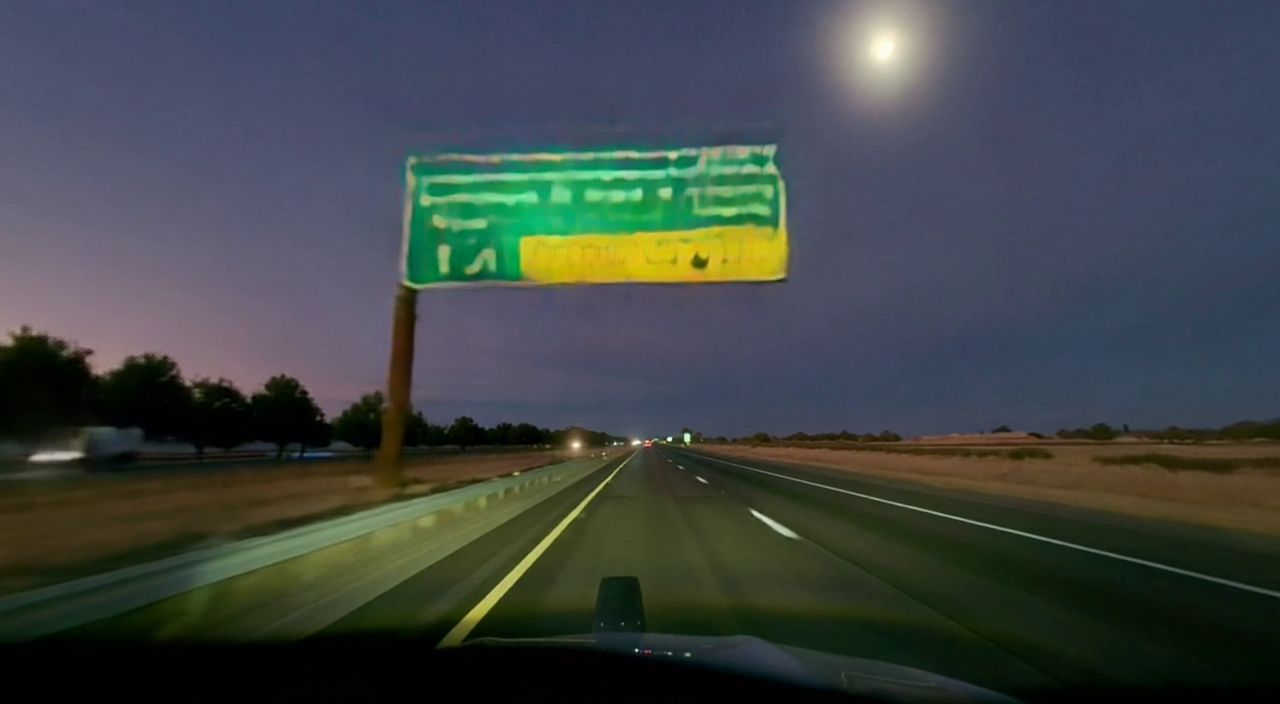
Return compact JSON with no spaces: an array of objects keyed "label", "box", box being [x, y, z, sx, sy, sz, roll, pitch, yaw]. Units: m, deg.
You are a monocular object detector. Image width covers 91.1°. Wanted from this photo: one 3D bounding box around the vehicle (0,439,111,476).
[{"label":"vehicle","box":[-32.183,5.736,34.423,2.055,1.878,4.749,0,-8,1]}]
